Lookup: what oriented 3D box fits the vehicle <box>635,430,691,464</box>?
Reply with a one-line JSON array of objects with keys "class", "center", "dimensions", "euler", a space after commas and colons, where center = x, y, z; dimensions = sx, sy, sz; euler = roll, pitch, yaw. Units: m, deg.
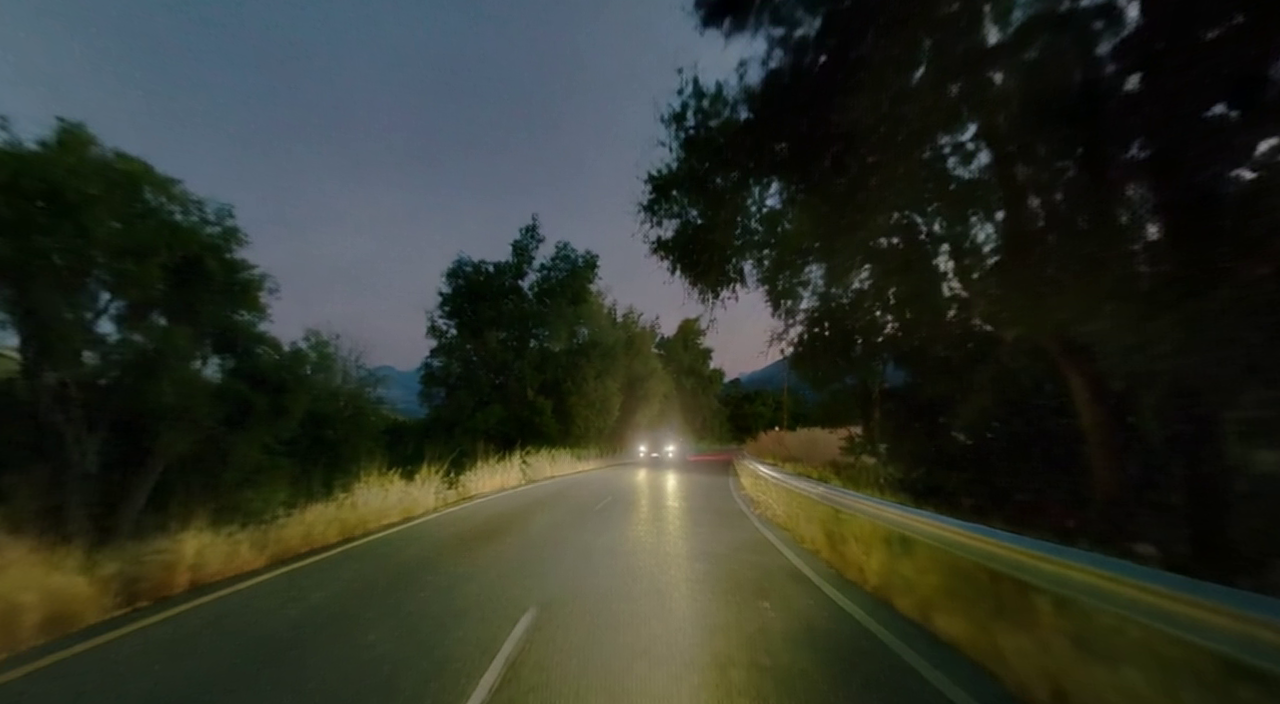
[{"class": "vehicle", "center": [1.429, 5.457, 36.269], "dimensions": [2.251, 1.799, 4.776], "euler": [-3, -9, 14]}]
